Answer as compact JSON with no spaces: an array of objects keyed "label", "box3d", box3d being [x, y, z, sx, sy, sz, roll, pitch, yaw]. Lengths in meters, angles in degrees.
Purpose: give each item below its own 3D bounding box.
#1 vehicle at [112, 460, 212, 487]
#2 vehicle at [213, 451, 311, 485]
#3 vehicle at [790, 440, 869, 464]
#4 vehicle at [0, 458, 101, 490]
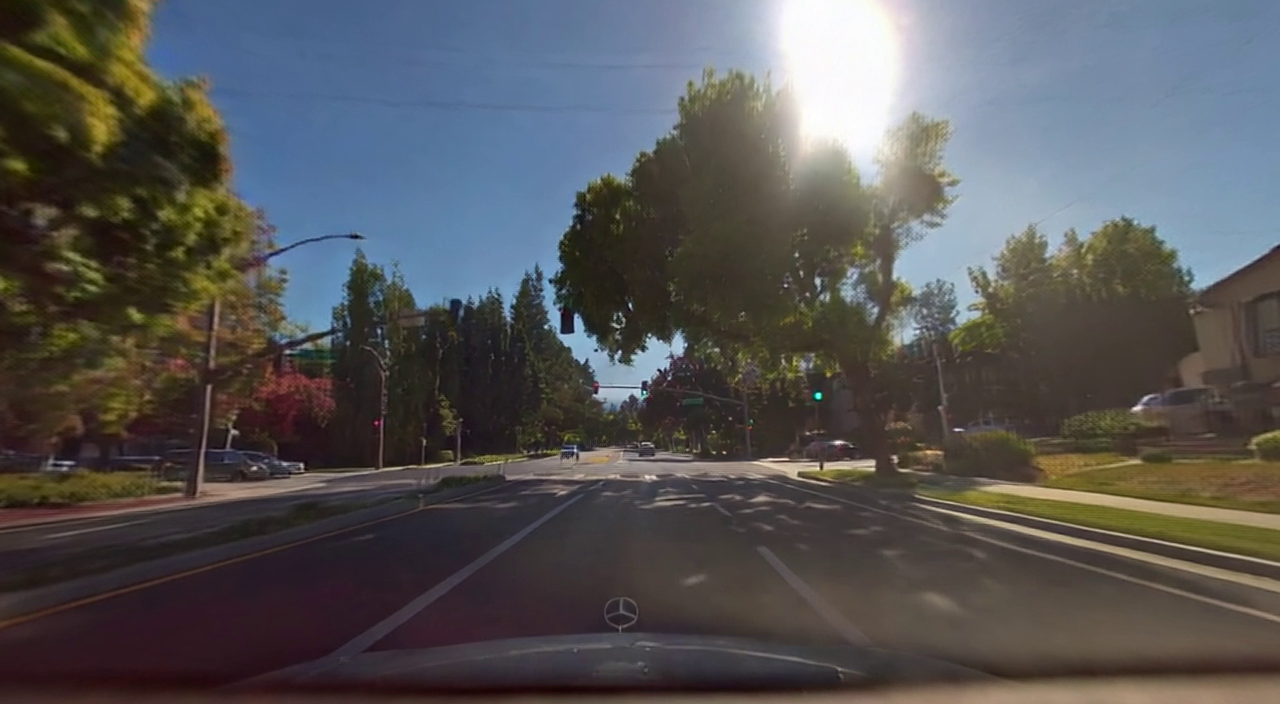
[{"label":"vehicle","box3d":[-28.224,7.175,37.392,4.505,1.460,1.929,-1,-9,6]},{"label":"vehicle","box3d":[-21.873,6.713,36.667,4.445,1.805,1.944,-2,-8,3]},{"label":"vehicle","box3d":[12.612,6.696,42.181,4.611,1.505,2.029,0,-9,0]},{"label":"vehicle","box3d":[-35.056,7.181,37.437,4.516,1.756,2.201,-2,-9,9]}]
